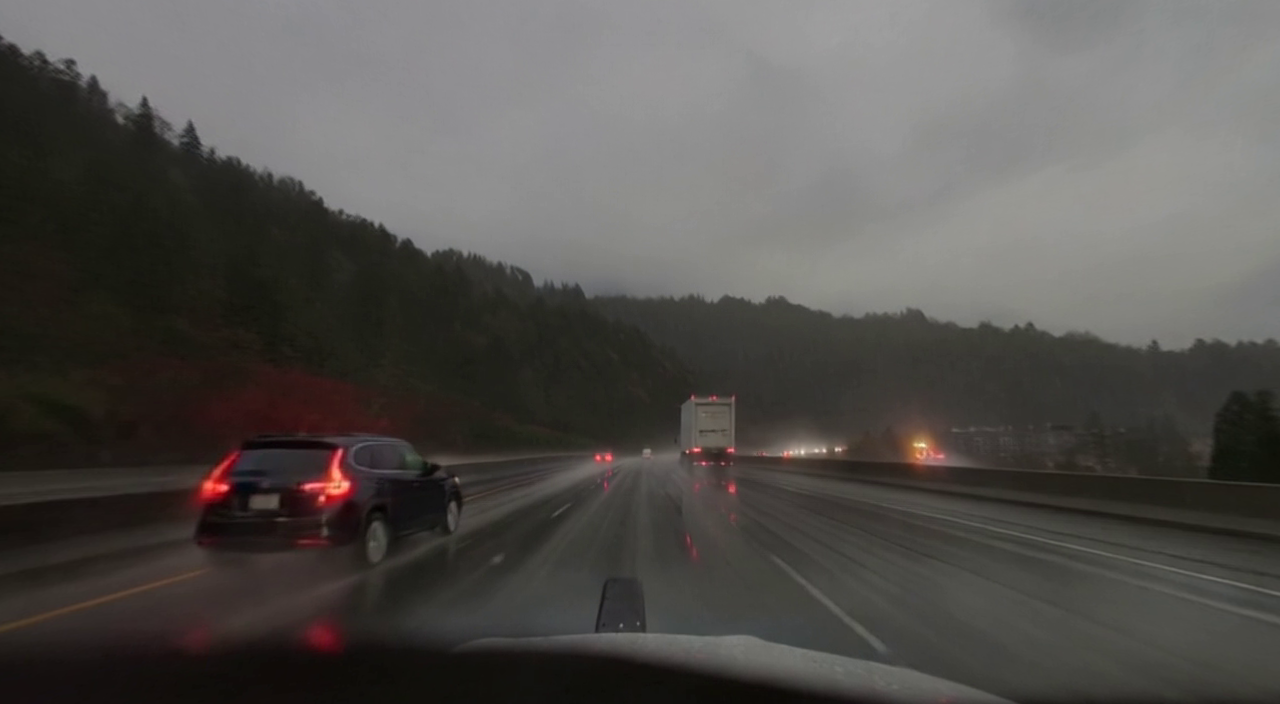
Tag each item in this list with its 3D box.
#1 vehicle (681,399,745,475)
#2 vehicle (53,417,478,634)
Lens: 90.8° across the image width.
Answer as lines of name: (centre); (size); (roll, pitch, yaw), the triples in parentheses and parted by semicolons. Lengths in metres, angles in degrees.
vehicle: (4.074, 4.957, 36.507); (2.904, 4.001, 5.861); (0, -9, 0)
vehicle: (-3.238, 1.568, 6.648); (1.944, 1.548, 4.051); (0, -9, 0)
